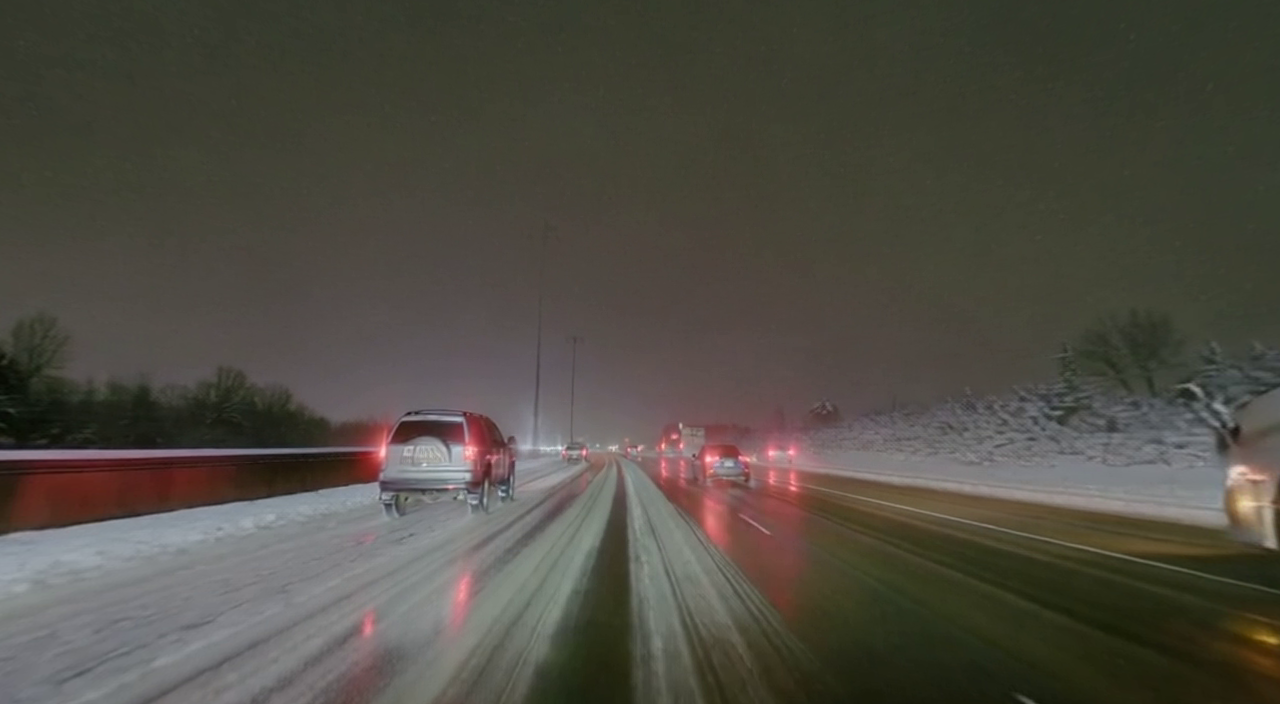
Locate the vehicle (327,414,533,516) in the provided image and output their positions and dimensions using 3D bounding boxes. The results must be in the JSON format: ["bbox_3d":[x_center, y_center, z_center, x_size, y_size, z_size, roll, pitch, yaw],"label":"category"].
[{"bbox_3d":[-4.327,2.510,14.474,2.684,1.839,5.803,0,-9,0],"label":"vehicle"}]

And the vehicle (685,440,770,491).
[{"bbox_3d":[2.828,3.797,21.496,2.053,1.510,4.400,0,-9,-3],"label":"vehicle"}]

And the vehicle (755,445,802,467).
[{"bbox_3d":[9.812,7.380,44.953,2.105,1.496,4.393,0,-9,-3],"label":"vehicle"}]

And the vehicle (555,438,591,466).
[{"bbox_3d":[-4.618,7.018,44.313,2.149,1.843,4.348,1,-9,-2],"label":"vehicle"}]
